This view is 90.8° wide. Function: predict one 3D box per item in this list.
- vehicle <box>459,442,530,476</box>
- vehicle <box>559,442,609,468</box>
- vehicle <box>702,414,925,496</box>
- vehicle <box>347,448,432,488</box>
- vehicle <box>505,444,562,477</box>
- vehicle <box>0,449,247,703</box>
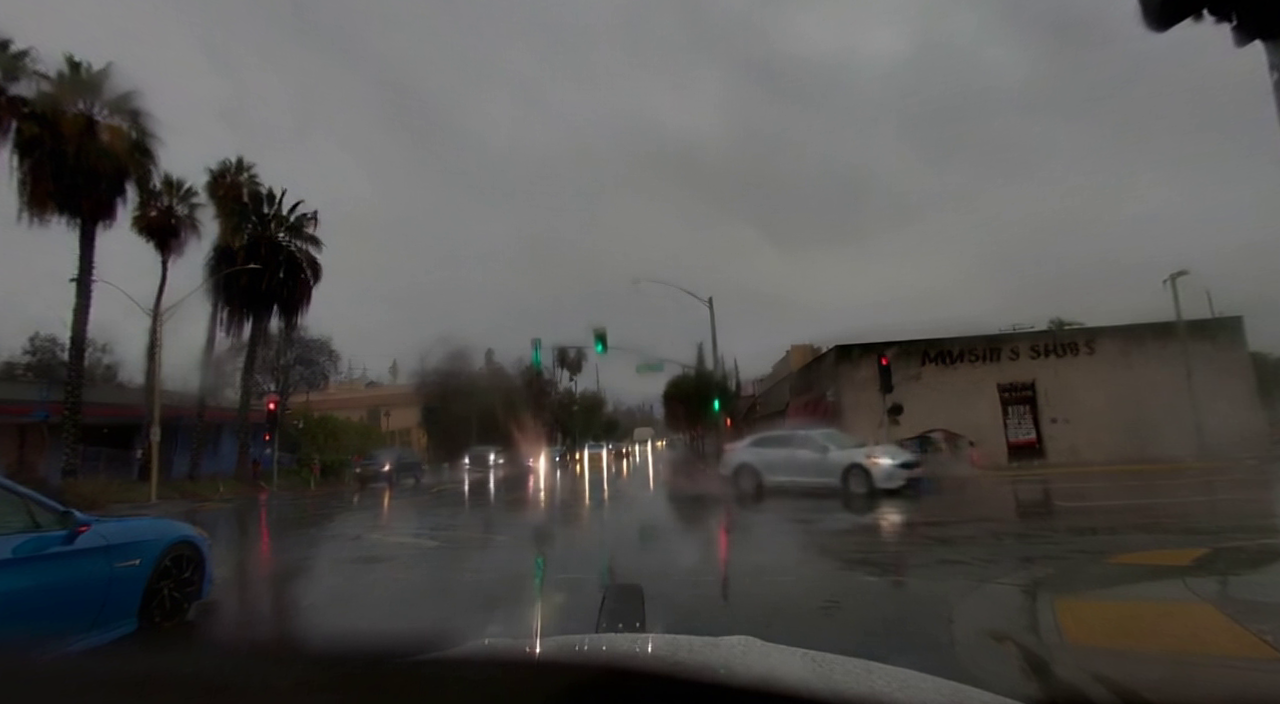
[{"bbox_3d":[-8.267,6.227,36.590,2.050,1.792,5.507,-2,-10,9],"label":"vehicle"},{"bbox_3d":[-3.588,6.734,41.408,2.072,1.613,4.386,-2,-9,12],"label":"vehicle"},{"bbox_3d":[4.143,2.491,15.446,4.775,1.709,2.092,-6,-11,34],"label":"vehicle"},{"bbox_3d":[-12.607,5.847,32.147,1.870,1.705,4.426,-7,-10,11],"label":"vehicle"},{"bbox_3d":[-5.043,5.197,30.522,1.839,1.468,4.549,0,-9,2],"label":"vehicle"},{"bbox_3d":[-3.705,1.021,2.253,1.850,1.325,4.295,0,-9,0],"label":"vehicle"}]
